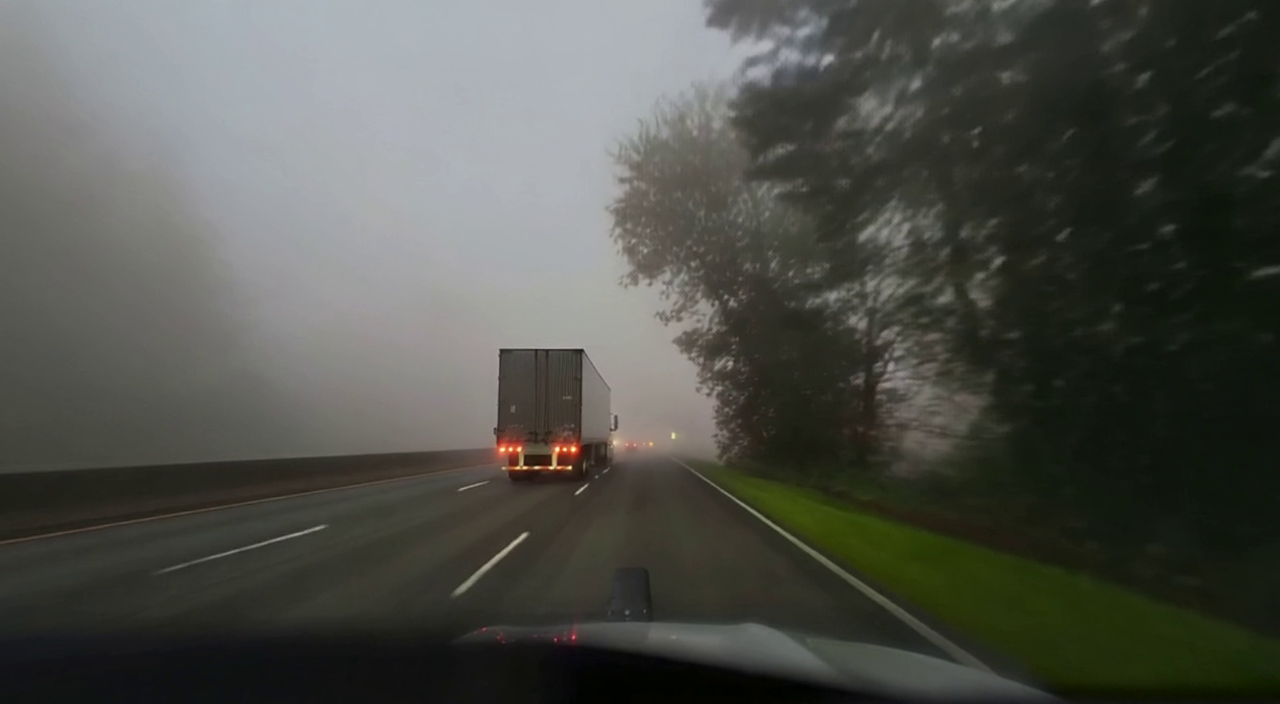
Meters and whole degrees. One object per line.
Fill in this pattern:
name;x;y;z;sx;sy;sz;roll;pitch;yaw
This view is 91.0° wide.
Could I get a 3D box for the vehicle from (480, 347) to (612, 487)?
vehicle;-3.022;2.868;25.369;2.947;4.051;14.256;0;-8;1
